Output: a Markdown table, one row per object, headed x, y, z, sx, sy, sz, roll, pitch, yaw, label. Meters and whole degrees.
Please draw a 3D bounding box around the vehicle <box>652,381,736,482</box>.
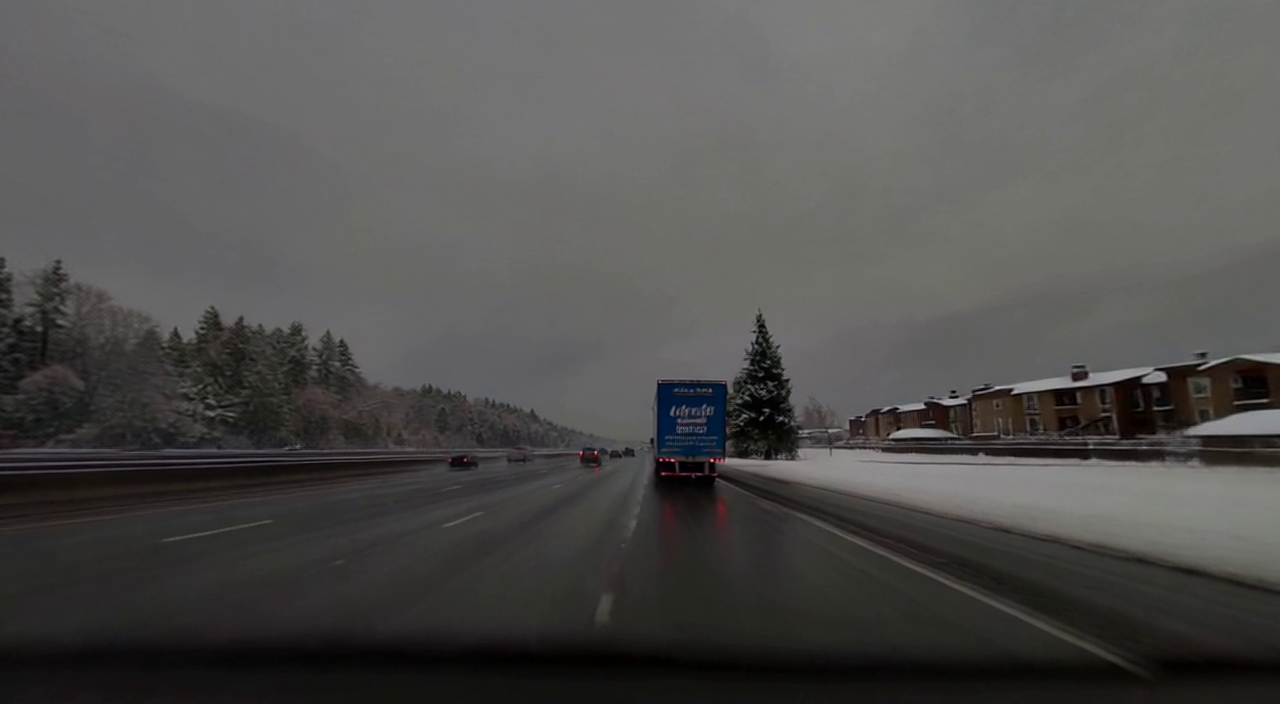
| x | y | z | sx | sy | sz | roll | pitch | yaw | label |
| --- | --- | --- | --- | --- | --- | --- | --- | --- | --- |
| 2.334 | 4.432 | 33.638 | 3.140 | 4.100 | 15.551 | 0 | -9 | 0 | vehicle |
